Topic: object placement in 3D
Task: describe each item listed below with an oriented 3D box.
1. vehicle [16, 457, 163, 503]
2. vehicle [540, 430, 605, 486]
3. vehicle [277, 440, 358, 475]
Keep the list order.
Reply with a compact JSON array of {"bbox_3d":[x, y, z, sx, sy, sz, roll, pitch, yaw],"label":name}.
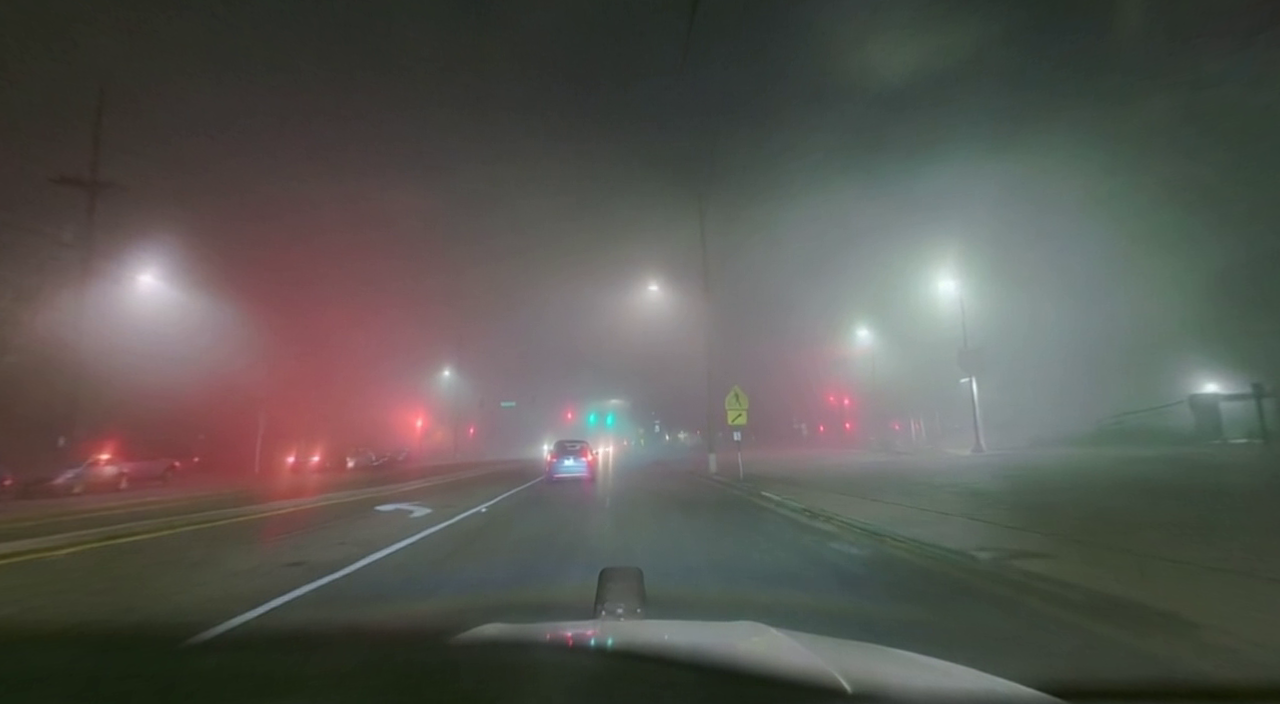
[{"bbox_3d":[-20.514,4.751,23.840,1.786,1.439,4.312,0,-8,-3],"label":"vehicle"},{"bbox_3d":[-2.290,3.710,22.389,2.022,1.757,4.041,0,-8,-3],"label":"vehicle"},{"bbox_3d":[-21.590,7.062,42.664,2.369,2.159,6.388,0,-8,-3],"label":"vehicle"}]
